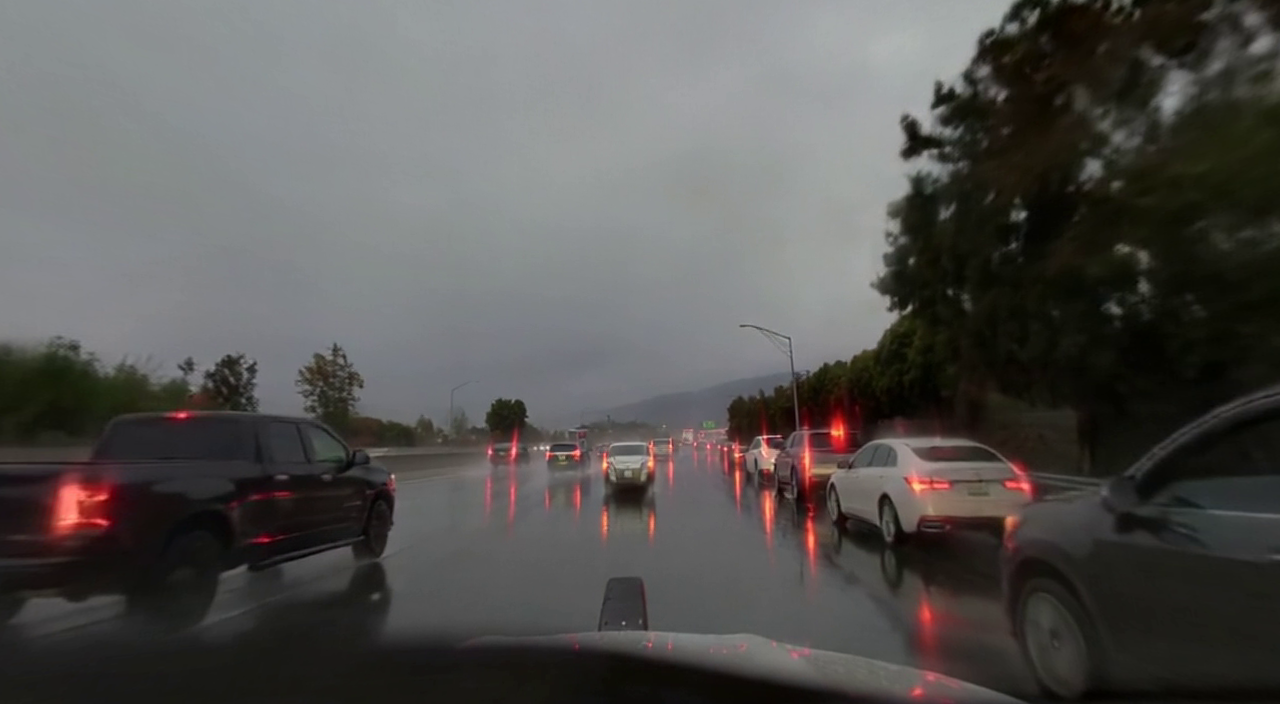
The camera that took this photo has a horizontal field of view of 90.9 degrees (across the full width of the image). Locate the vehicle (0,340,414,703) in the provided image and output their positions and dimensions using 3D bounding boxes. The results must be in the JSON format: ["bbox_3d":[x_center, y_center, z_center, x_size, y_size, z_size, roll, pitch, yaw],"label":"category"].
[{"bbox_3d":[-4.080,1.213,5.437,2.110,1.811,5.585,0,-8,1],"label":"vehicle"}]

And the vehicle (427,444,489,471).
[{"bbox_3d":[-10.504,6.110,36.817,1.903,1.460,4.958,-1,-8,4],"label":"vehicle"}]

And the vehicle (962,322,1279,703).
[{"bbox_3d":[2.743,0.633,1.020,1.964,1.631,4.837,0,-8,1],"label":"vehicle"}]

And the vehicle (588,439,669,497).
[{"bbox_3d":[-0.237,3.250,18.136,2.070,1.456,4.029,0,-8,2],"label":"vehicle"}]

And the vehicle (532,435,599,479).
[{"bbox_3d":[-3.079,4.467,27.111,2.153,1.726,4.546,-1,-8,3],"label":"vehicle"}]

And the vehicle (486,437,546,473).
[{"bbox_3d":[-6.394,5.349,32.936,2.023,1.693,4.386,-1,-8,3],"label":"vehicle"}]
